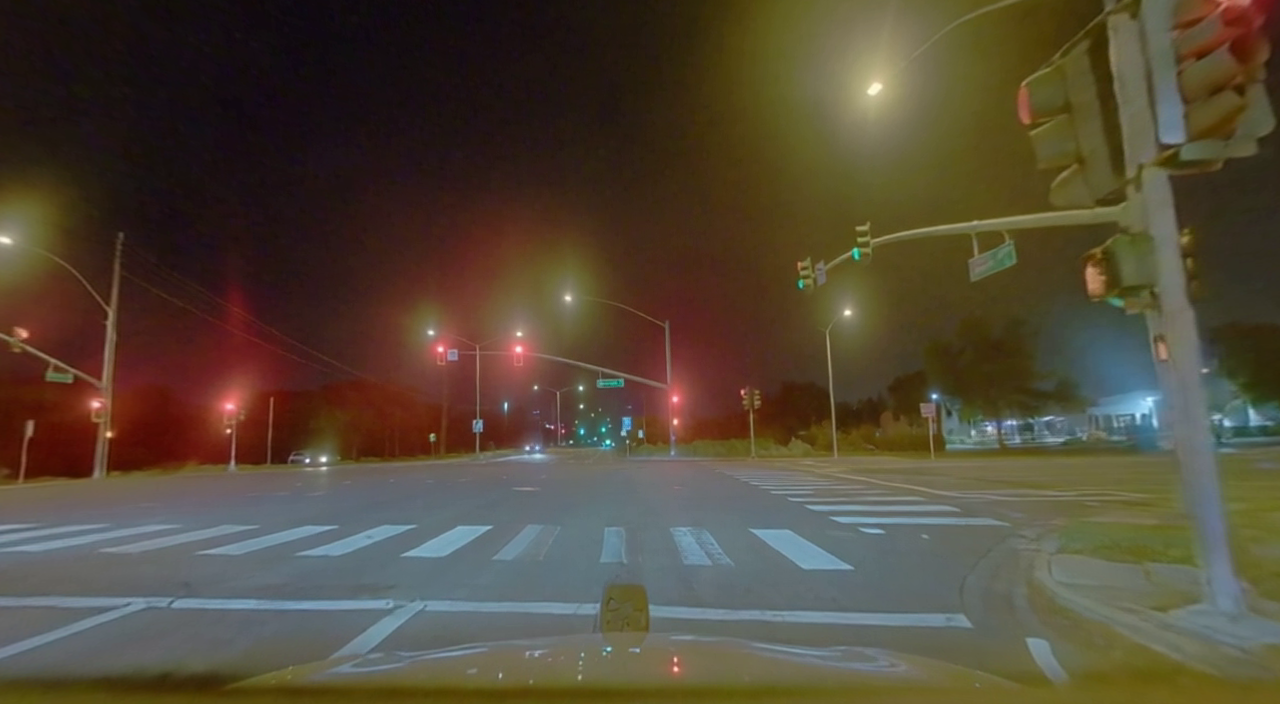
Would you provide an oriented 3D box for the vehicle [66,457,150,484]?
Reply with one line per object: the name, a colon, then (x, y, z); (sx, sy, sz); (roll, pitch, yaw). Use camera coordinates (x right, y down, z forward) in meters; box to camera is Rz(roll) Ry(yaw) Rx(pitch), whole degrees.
vehicle: (-36.147, 8.042, 42.875); (4.241, 1.413, 1.673); (-3, -6, -1)
